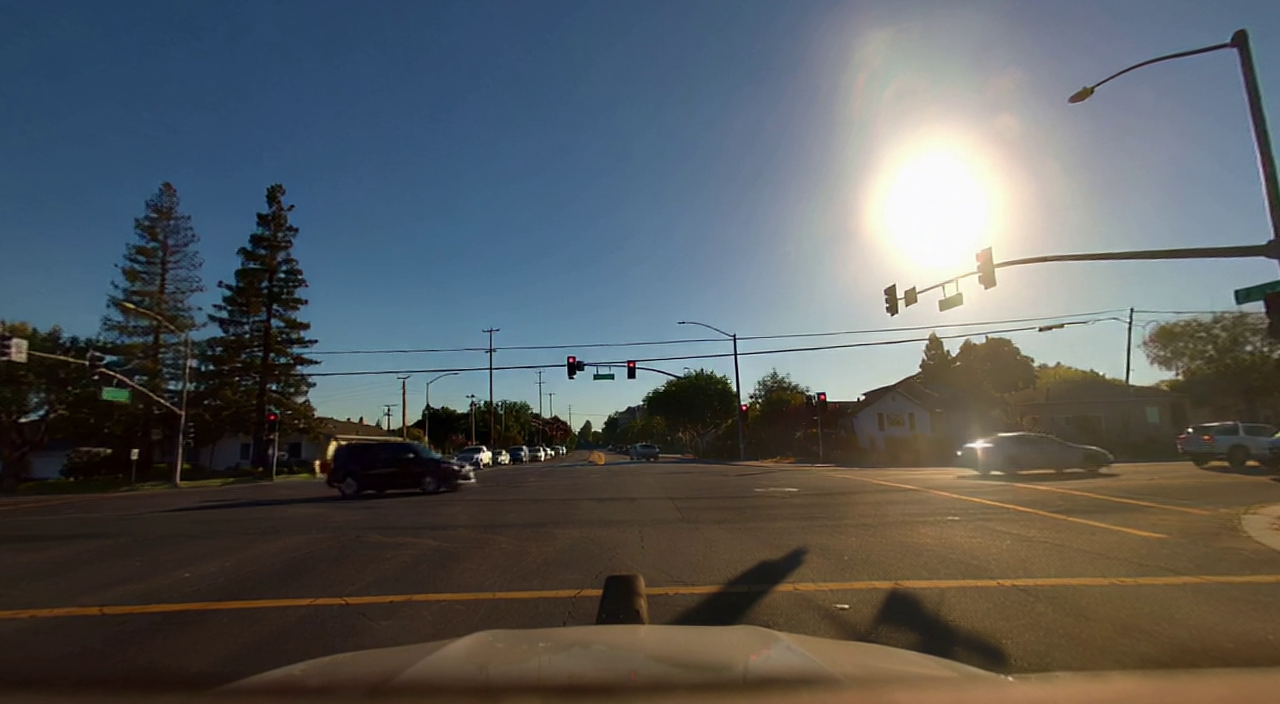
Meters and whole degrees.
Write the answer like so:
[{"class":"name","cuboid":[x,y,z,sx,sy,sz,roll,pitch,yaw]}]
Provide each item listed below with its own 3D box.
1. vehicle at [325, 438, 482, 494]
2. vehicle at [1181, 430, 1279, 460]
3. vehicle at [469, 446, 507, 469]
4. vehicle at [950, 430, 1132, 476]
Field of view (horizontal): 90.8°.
[{"class":"vehicle","cuboid":[-7.758,3.769,21.099,4.431,1.739,1.935,0,-9,1]},{"class":"vehicle","cuboid":[31.336,4.880,33.040,4.318,1.488,1.870,0,-9,-1]},{"class":"vehicle","cuboid":[-10.736,7.449,44.782,1.881,1.509,3.377,0,-9,0]},{"class":"vehicle","cuboid":[13.564,3.427,21.607,4.823,1.449,2.017,0,-9,0]}]
